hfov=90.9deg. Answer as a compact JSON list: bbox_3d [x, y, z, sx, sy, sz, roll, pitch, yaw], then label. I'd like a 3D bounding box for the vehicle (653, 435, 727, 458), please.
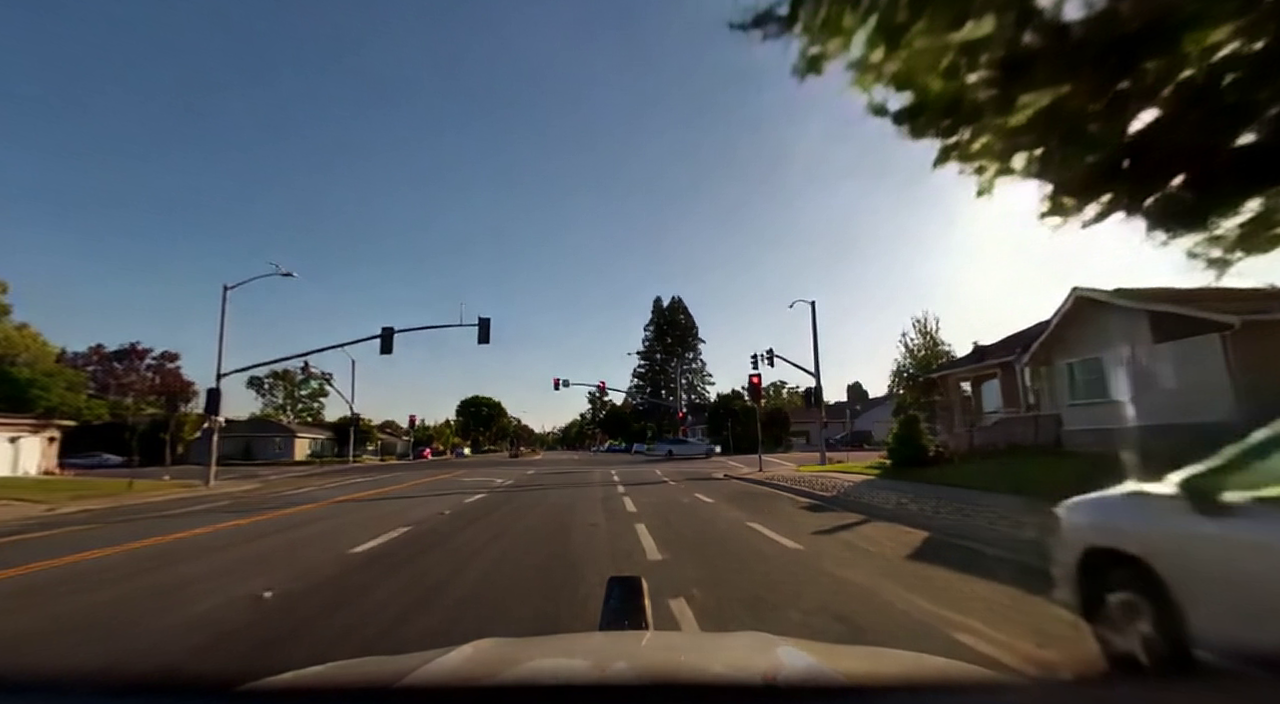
[{"bbox_3d":[3.291,6.331,42.202,4.759,1.461,1.788,0,-9,-3],"label":"vehicle"}]

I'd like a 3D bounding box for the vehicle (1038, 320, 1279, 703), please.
[{"bbox_3d":[3.844,0.684,1.892,2.170,1.869,4.594,0,-9,-1],"label":"vehicle"}]
